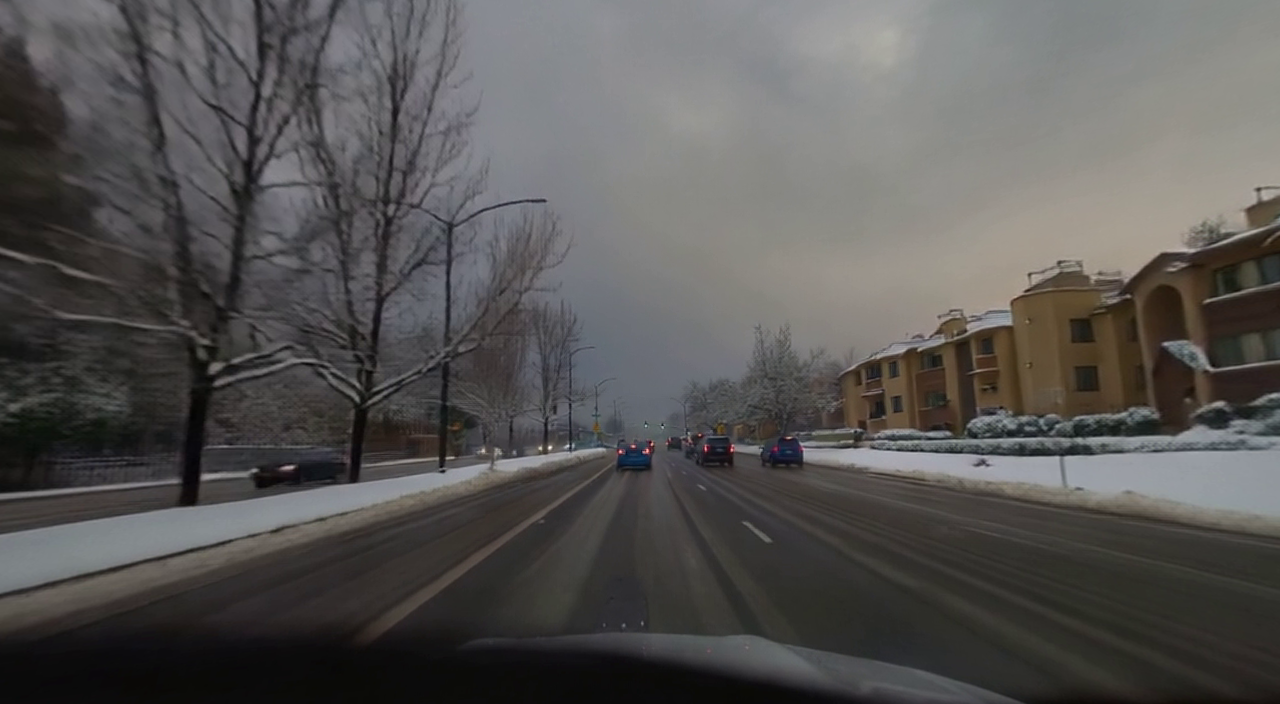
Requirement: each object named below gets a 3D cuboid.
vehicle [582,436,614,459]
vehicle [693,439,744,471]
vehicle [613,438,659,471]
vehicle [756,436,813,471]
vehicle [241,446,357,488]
[{"bbox_3d":[-3.209,7.368,48.575,2.031,1.705,4.325,0,-8,1],"label":"vehicle"},{"bbox_3d":[3.941,5.243,32.330,2.067,1.514,4.188,0,-8,0],"label":"vehicle"},{"bbox_3d":[-0.156,5.029,31.078,2.102,1.481,3.907,0,-8,1],"label":"vehicle"},{"bbox_3d":[7.595,5.375,33.503,1.972,1.700,4.269,0,-8,0],"label":"vehicle"},{"bbox_3d":[-13.561,4.576,25.477,1.990,1.481,4.677,0,-8,1],"label":"vehicle"}]
